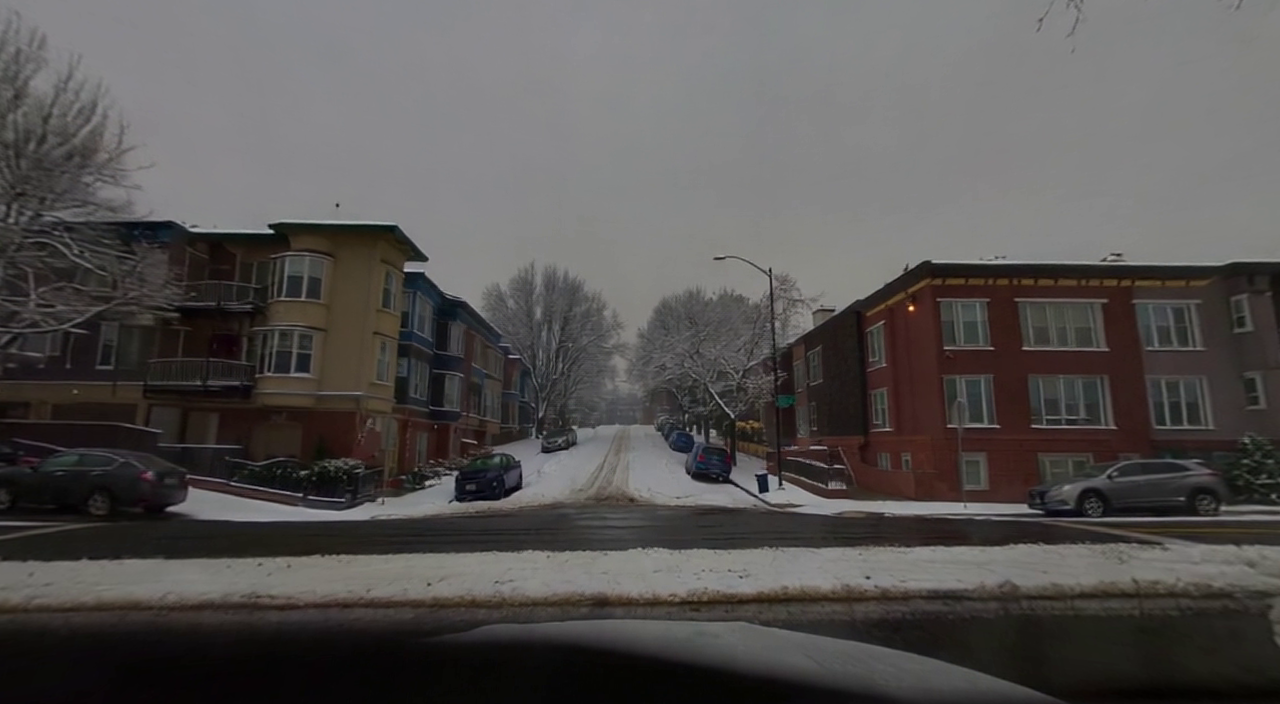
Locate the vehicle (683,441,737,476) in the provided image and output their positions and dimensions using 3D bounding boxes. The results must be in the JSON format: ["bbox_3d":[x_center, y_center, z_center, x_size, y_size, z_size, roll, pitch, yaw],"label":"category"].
[{"bbox_3d":[3.430,5.308,31.949,2.051,1.526,4.673,0,-7,-2],"label":"vehicle"}]

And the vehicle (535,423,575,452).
[{"bbox_3d":[-6.153,6.203,45.993,2.101,1.732,4.119,-3,-4,3],"label":"vehicle"}]

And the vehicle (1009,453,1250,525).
[{"bbox_3d":[12.520,3.489,16.408,4.596,1.690,1.972,0,-8,-1],"label":"vehicle"}]

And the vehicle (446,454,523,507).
[{"bbox_3d":[-5.851,4.843,24.264,1.987,1.662,4.141,-2,-7,-1],"label":"vehicle"}]

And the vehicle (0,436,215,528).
[{"bbox_3d":[-13.941,3.383,16.402,4.243,1.676,1.844,7,-13,1],"label":"vehicle"}]
